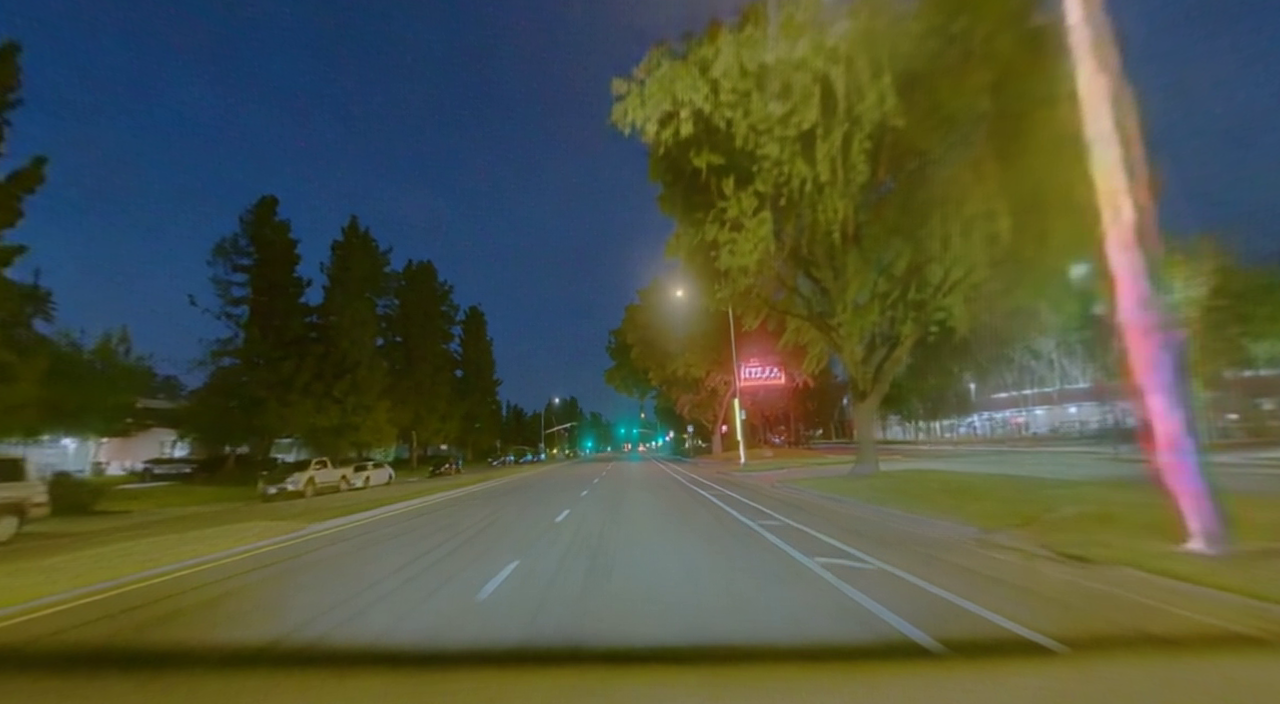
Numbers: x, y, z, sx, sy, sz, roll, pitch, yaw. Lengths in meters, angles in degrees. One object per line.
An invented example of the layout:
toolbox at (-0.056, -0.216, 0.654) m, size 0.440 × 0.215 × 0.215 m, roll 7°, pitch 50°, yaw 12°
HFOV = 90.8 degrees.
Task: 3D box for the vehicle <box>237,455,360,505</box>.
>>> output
vehicle at (-12.494, 4.668, 23.562) m, size 1.897 × 1.564 × 4.875 m, roll 0°, pitch -9°, yaw -1°

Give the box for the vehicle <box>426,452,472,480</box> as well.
vehicle at (-12.842, 7.658, 42.619) m, size 1.953 × 1.558 × 3.839 m, roll -5°, pitch -8°, yaw -2°
